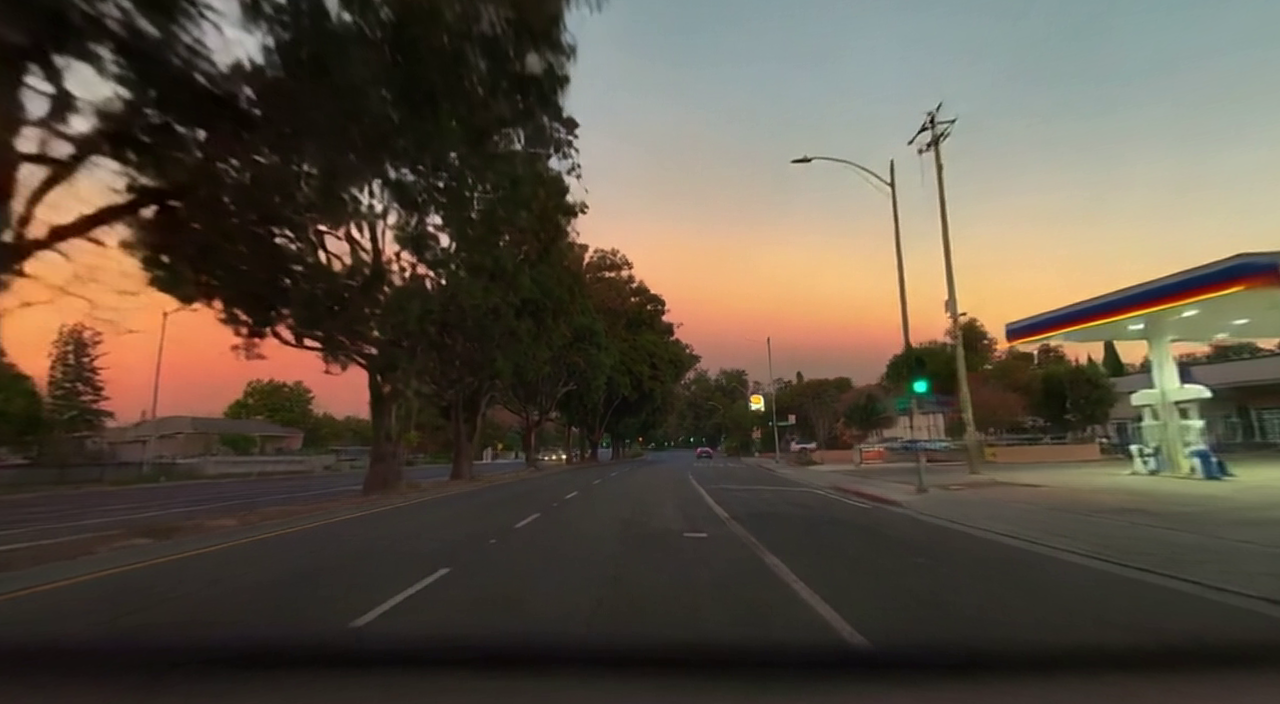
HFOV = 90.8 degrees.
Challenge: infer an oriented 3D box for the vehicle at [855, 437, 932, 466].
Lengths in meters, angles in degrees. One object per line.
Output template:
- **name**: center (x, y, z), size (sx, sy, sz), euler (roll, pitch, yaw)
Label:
- **vehicle**: center (14.640, 5.776, 36.369), size (4.744, 1.475, 2.008), euler (9, -16, -40)

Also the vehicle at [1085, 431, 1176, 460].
- **vehicle**: center (32.216, 6.146, 41.649), size (2.045, 1.778, 4.517), euler (1, -9, -6)
